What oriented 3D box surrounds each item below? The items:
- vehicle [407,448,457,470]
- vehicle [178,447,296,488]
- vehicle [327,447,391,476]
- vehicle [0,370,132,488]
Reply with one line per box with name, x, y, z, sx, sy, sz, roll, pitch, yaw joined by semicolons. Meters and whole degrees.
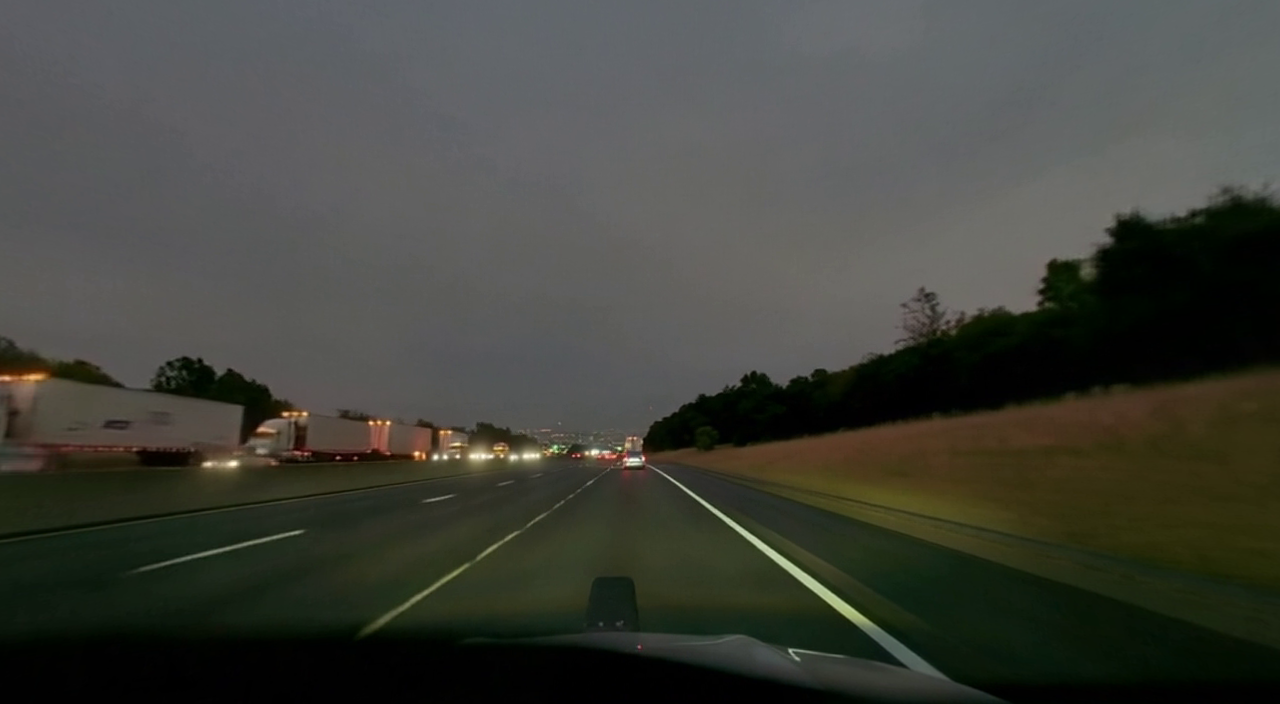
vehicle;-15.563;8.034;47.445;2.155;1.506;4.541;0;-9;0
vehicle;-15.759;4.516;24.947;1.884;1.436;4.220;0;-9;-1
vehicle;-15.404;6.025;34.791;1.699;1.513;3.748;0;-9;1
vehicle;-23.359;2.891;23.082;3.012;3.968;7.683;0;-9;-1
